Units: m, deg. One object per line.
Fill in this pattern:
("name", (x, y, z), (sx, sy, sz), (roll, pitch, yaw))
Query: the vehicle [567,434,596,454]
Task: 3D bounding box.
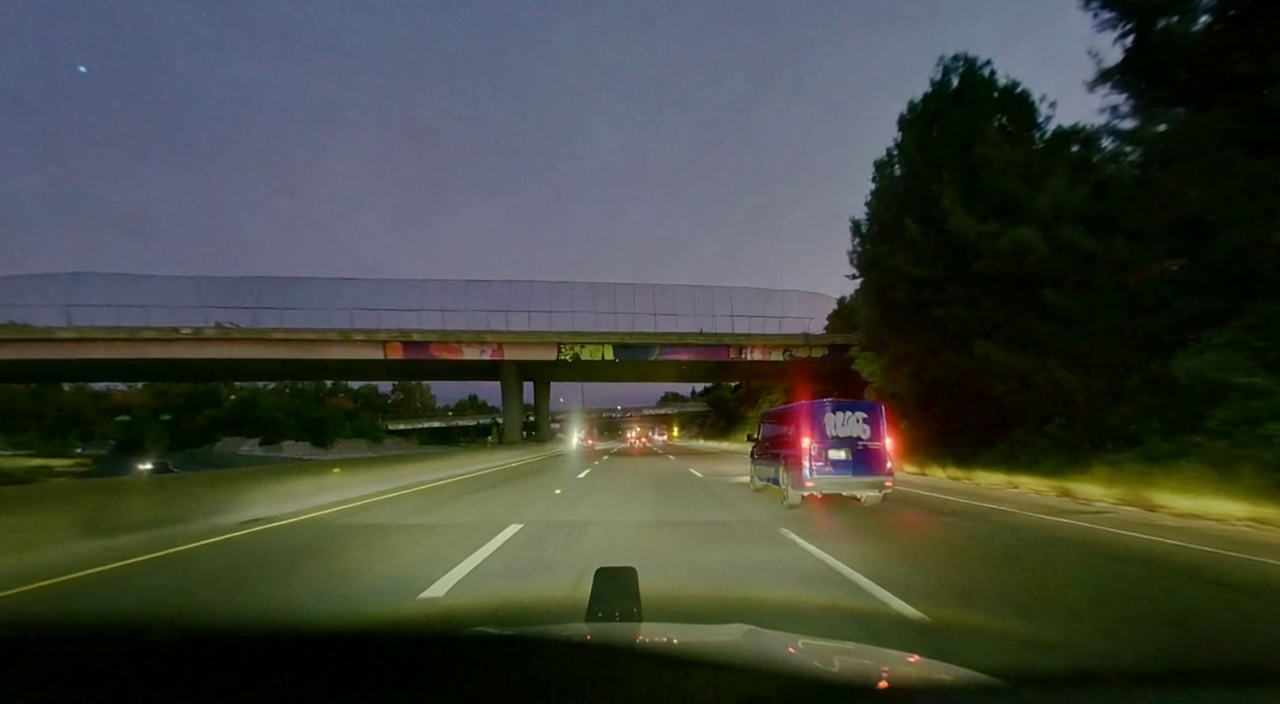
("vehicle", (-4.552, 7.200, 49.556), (1.961, 1.466, 3.745), (0, -8, 0))
